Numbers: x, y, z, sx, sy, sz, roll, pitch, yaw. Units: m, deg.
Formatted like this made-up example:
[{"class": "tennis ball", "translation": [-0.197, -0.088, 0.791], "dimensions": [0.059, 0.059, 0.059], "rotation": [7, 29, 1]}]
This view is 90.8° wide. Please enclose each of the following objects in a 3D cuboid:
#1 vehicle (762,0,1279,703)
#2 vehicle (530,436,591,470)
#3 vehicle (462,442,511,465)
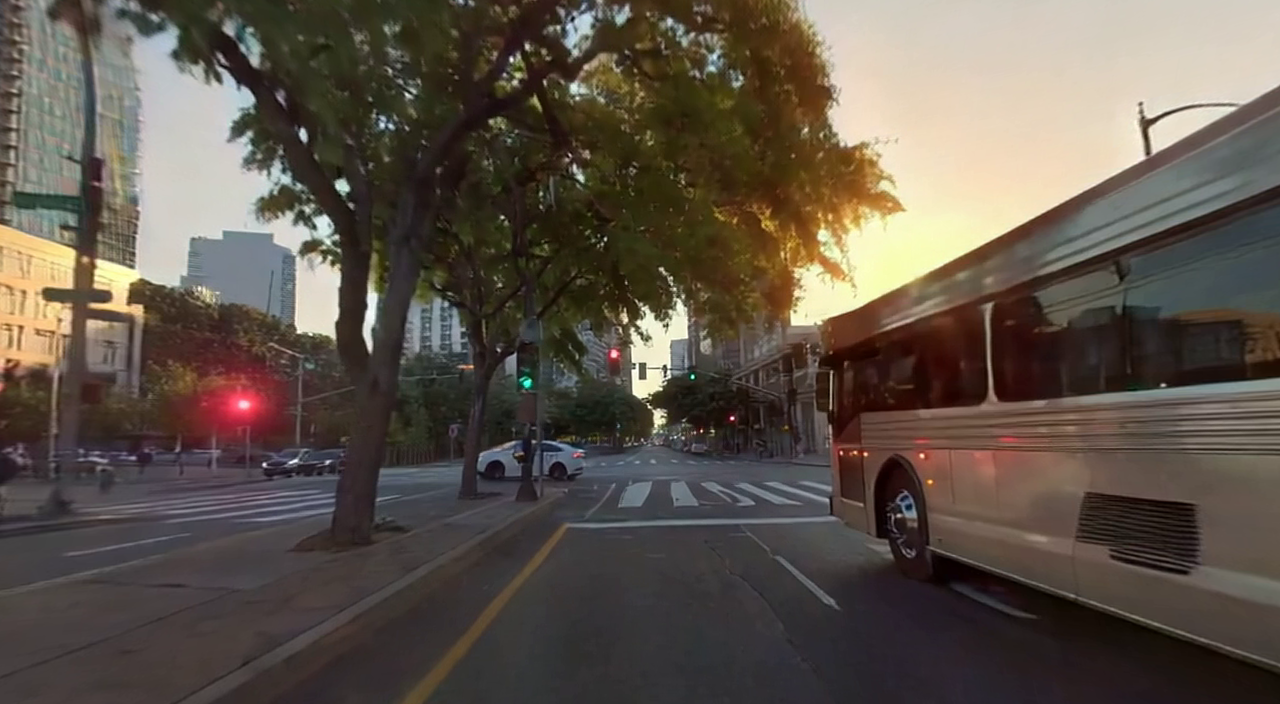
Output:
[{"class": "vehicle", "translation": [3.218, -0.386, 1.057], "dimensions": [3.250, 3.731, 13.693], "rotation": [0, -8, 0]}, {"class": "vehicle", "translation": [-4.088, 5.067, 31.870], "dimensions": [2.123, 1.544, 4.158], "rotation": [3, -9, -20]}, {"class": "vehicle", "translation": [-10.795, 7.090, 44.291], "dimensions": [2.036, 1.467, 3.979], "rotation": [5, -10, -33]}]
